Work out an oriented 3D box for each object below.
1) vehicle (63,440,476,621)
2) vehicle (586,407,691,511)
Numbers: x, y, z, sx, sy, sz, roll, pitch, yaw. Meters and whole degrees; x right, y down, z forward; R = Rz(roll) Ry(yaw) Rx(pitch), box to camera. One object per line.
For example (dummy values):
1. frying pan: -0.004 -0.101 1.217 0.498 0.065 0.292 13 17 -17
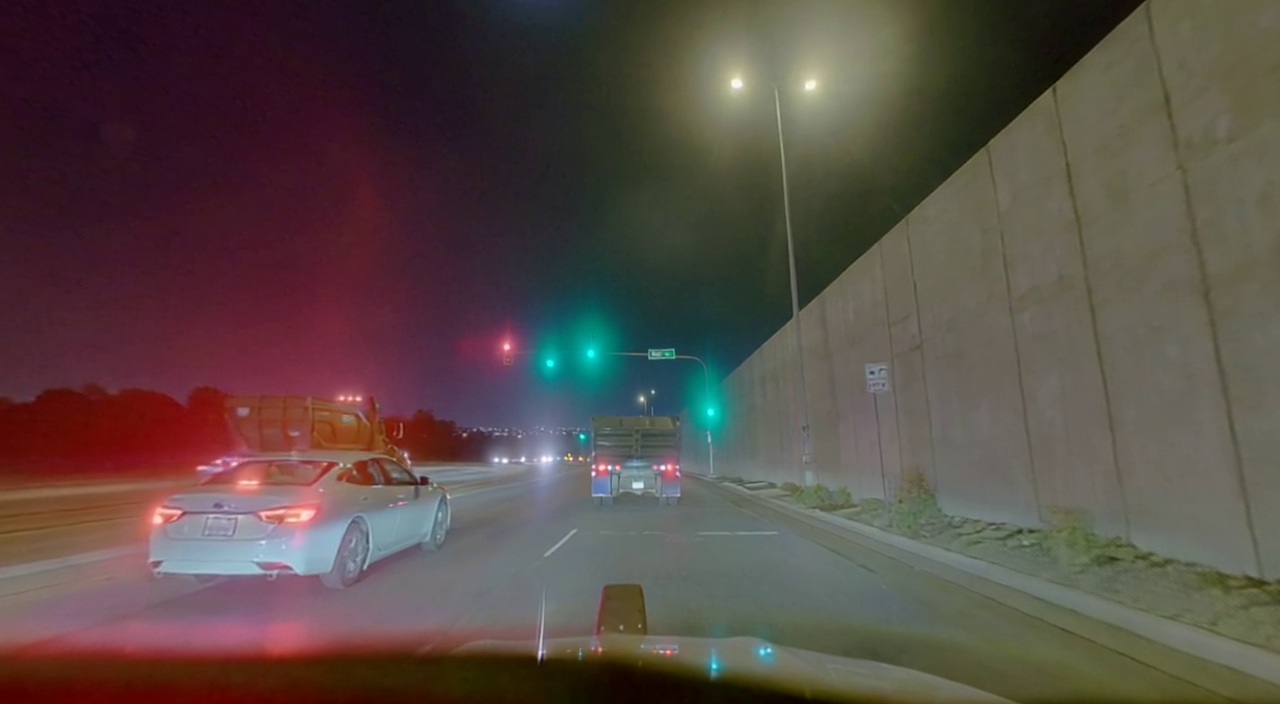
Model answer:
1. vehicle: -3.748 1.863 7.788 2.019 1.480 4.966 0 -9 1
2. vehicle: -0.035 2.798 16.878 2.355 2.305 5.336 0 -9 0
